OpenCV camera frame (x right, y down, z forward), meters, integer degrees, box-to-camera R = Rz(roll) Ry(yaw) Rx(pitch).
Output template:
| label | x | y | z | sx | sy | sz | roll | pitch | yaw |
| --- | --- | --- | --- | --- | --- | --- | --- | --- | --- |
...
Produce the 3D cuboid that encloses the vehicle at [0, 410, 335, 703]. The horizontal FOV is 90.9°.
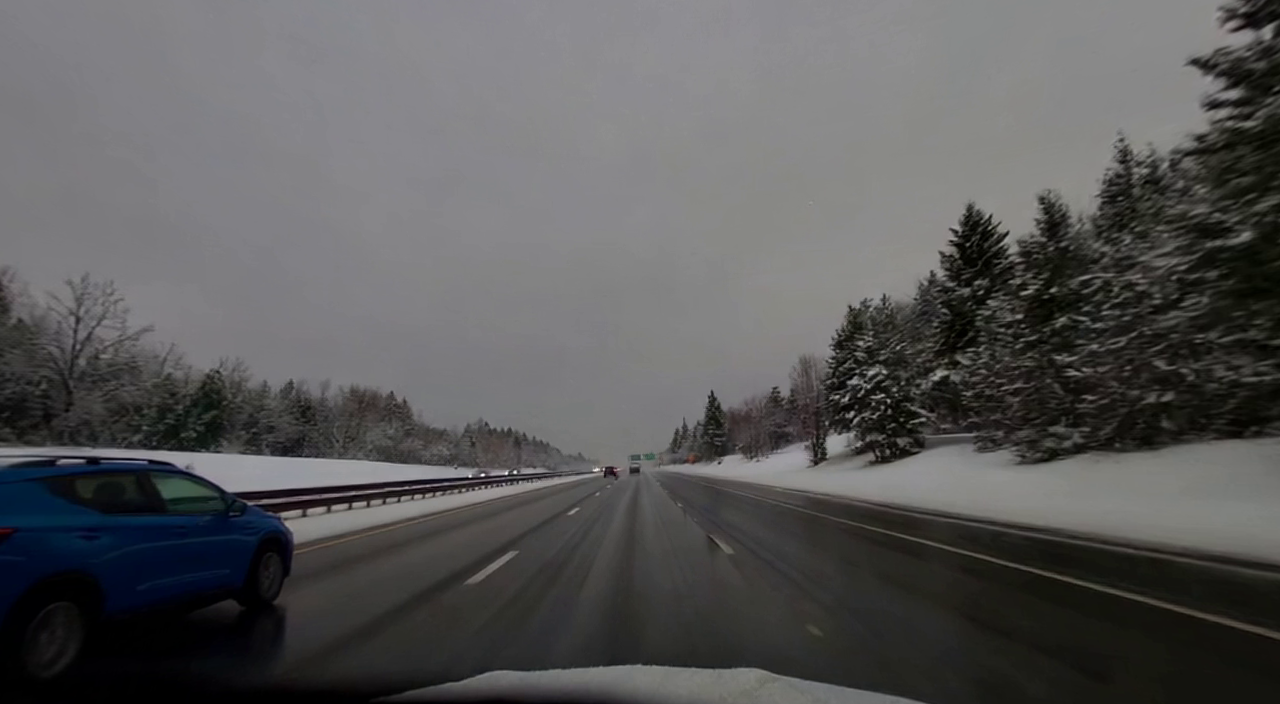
| label | x | y | z | sx | sy | sz | roll | pitch | yaw |
| --- | --- | --- | --- | --- | --- | --- | --- | --- | --- |
| vehicle | -4.010 | 1.267 | 4.249 | 1.797 | 1.532 | 4.072 | 1 | -10 | 0 |
